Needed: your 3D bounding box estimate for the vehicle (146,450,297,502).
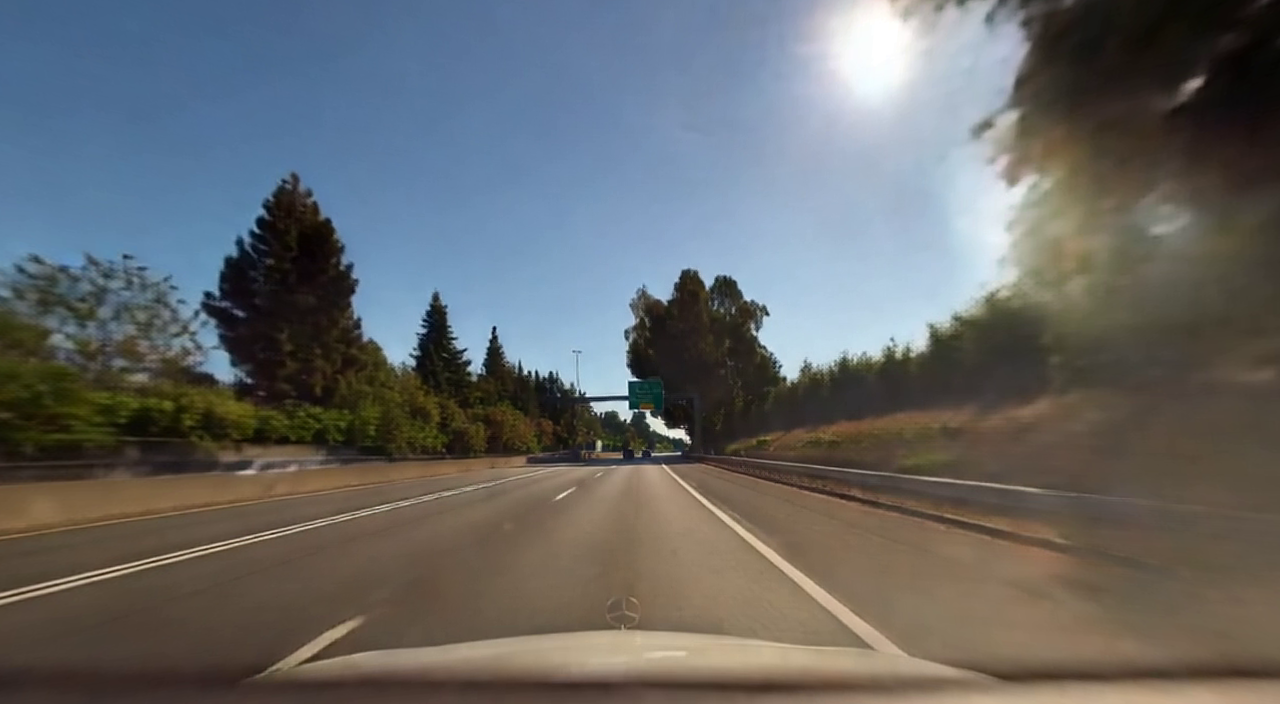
[{"bbox_3d":[-13.345,3.936,20.517,1.866,1.474,4.402,0,-9,1],"label":"vehicle"}]
